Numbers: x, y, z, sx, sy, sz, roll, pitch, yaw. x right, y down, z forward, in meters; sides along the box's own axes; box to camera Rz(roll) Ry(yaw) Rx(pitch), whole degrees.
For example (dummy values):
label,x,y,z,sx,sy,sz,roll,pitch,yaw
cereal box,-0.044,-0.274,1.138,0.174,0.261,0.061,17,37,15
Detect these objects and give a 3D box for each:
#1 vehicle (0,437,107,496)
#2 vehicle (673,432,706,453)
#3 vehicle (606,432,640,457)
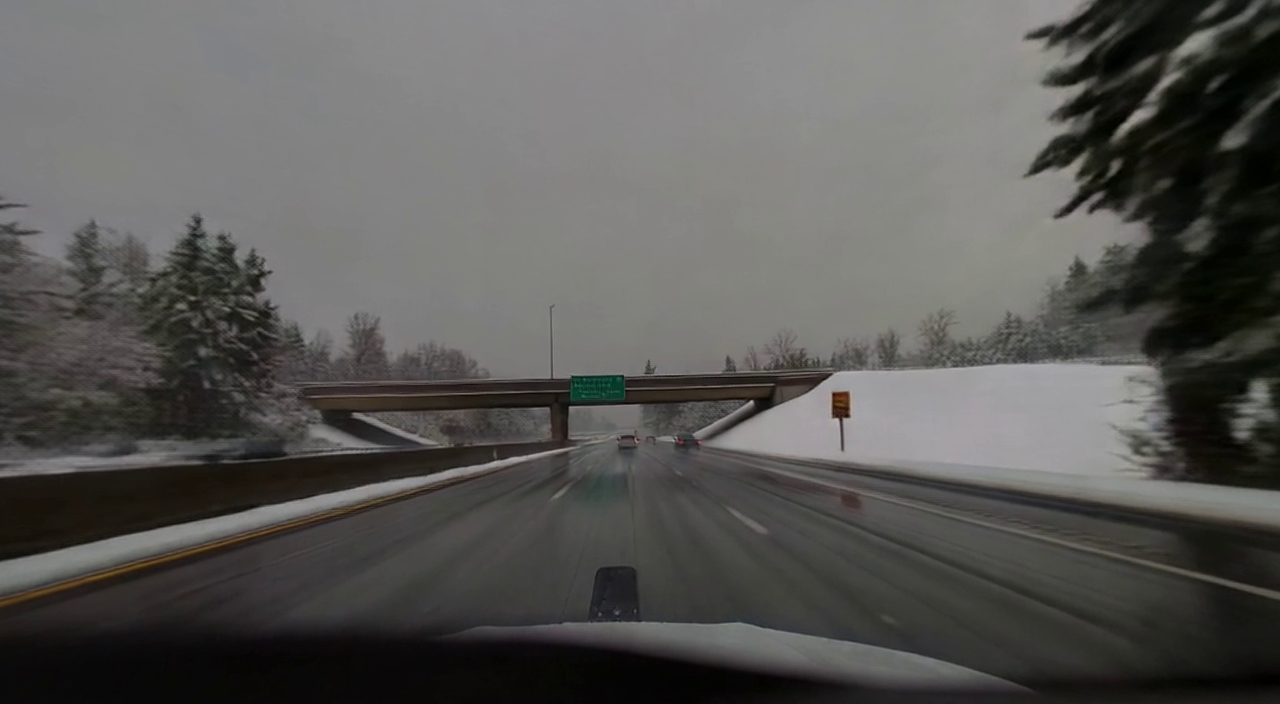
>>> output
label,x,y,z,sx,sy,sz,roll,pitch,yaw
vehicle,-17.095,3.037,16.914,1.824,1.467,4.383,0,-8,-2
vehicle,3.729,6.883,48.027,2.056,1.508,4.093,0,-8,-2
vehicle,-1.036,5.609,38.481,1.987,1.440,3.565,0,-8,-1
